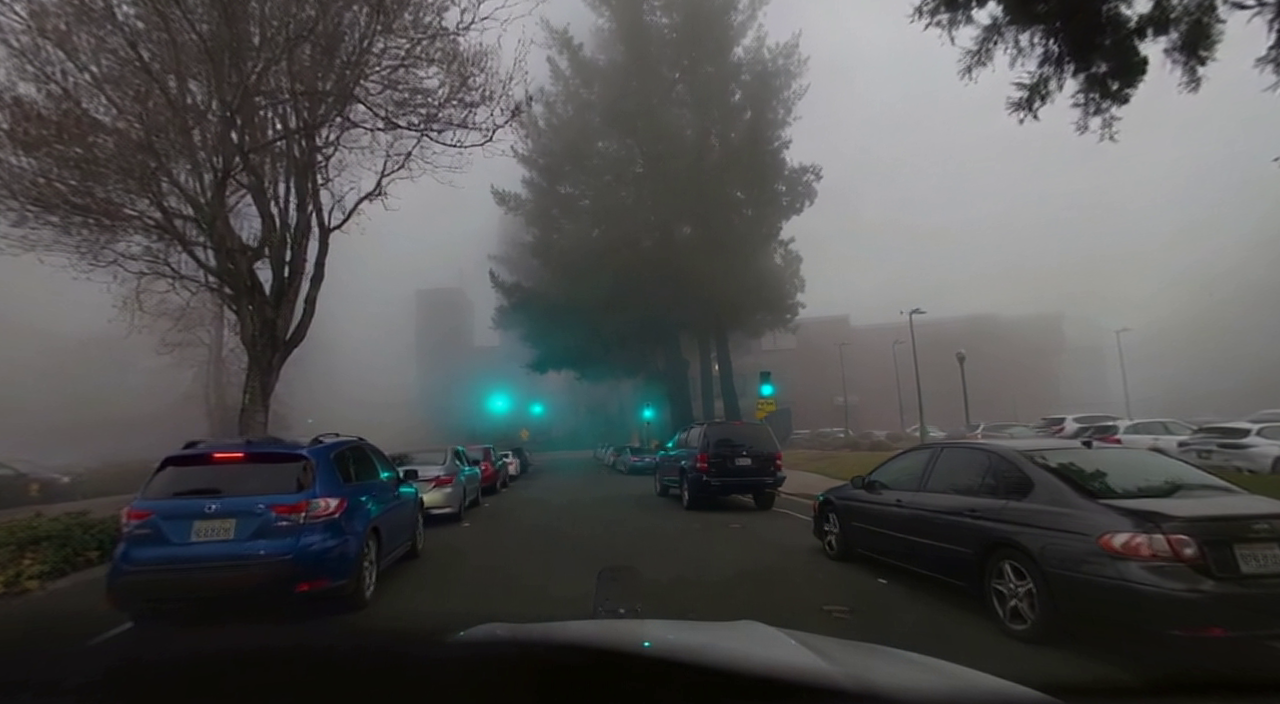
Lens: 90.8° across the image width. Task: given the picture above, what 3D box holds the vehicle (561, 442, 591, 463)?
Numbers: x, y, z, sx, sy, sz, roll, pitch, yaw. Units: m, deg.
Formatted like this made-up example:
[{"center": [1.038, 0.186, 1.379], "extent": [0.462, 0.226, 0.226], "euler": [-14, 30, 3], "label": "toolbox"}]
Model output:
[{"center": [-4.726, 7.389, 46.495], "extent": [2.095, 1.473, 4.301], "euler": [1, -8, -6], "label": "vehicle"}]

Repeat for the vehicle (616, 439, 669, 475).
[{"center": [0.017, 4.806, 29.135], "extent": [1.910, 1.493, 4.490], "euler": [1, -8, -6], "label": "vehicle"}]

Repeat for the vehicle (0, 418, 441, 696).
[{"center": [-3.036, 1.460, 5.824], "extent": [1.968, 1.497, 4.286], "euler": [2, -9, -14], "label": "vehicle"}]

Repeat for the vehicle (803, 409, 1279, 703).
[{"center": [3.240, 1.387, 5.533], "extent": [1.904, 1.494, 4.864], "euler": [1, -8, -6], "label": "vehicle"}]

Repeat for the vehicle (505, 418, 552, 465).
[{"center": [-8.378, 6.873, 48.306], "extent": [2.820, 3.263, 7.986], "euler": [1, -8, -5], "label": "vehicle"}]

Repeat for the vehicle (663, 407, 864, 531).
[{"center": [2.050, 2.243, 12.769], "extent": [2.324, 1.907, 5.634], "euler": [1, -8, -7], "label": "vehicle"}]
